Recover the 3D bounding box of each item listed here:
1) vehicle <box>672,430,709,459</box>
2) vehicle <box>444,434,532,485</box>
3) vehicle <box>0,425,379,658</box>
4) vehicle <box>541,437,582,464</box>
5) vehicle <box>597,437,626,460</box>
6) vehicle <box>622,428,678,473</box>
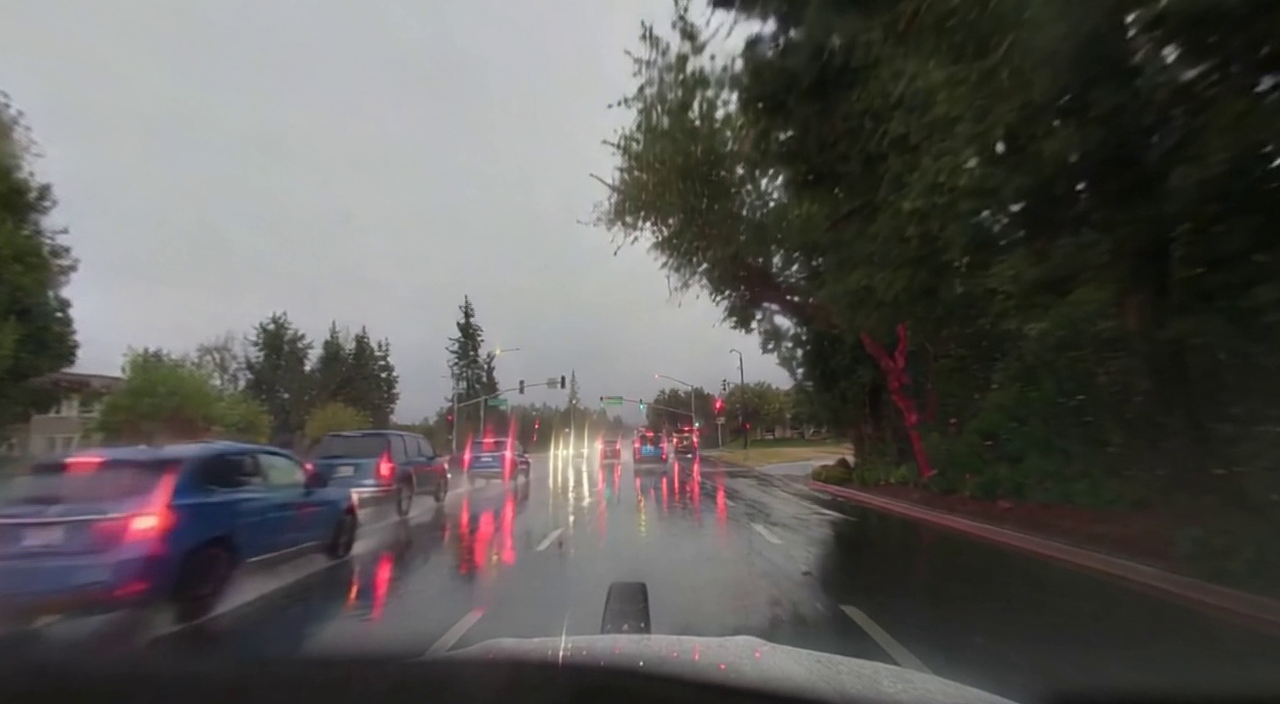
[{"bbox_3d":[3.765,7.063,48.165,2.338,2.063,5.672,0,-8,-1],"label":"vehicle"},{"bbox_3d":[-5.393,3.872,23.029,2.052,1.664,4.476,-1,-8,0],"label":"vehicle"},{"bbox_3d":[-4.370,1.541,6.332,2.043,1.464,4.571,1,-8,-7],"label":"vehicle"},{"bbox_3d":[-5.176,6.577,42.090,2.108,1.689,4.316,-1,-8,1],"label":"vehicle"},{"bbox_3d":[-2.180,7.477,49.093,2.058,1.659,4.514,0,-8,0],"label":"vehicle"},{"bbox_3d":[0.428,4.292,27.610,2.235,1.778,4.178,-1,-8,1],"label":"vehicle"}]
